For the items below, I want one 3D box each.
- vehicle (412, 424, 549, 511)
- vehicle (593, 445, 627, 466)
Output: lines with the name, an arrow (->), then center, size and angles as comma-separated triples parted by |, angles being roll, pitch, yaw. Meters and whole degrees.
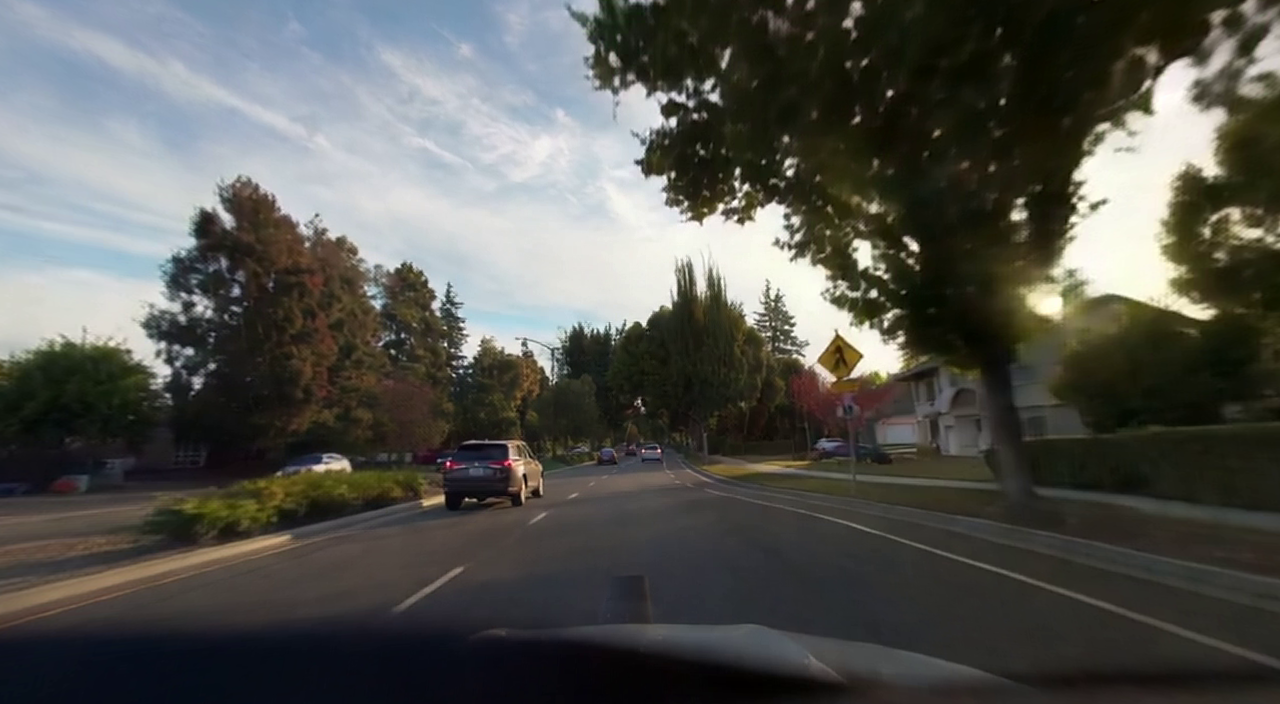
vehicle -> -3.612, 2.695, 15.238 | 2.073, 1.770, 4.302 | 0, -8, 2
vehicle -> -2.203, 7.746, 47.353 | 2.119, 1.494, 4.624 | 0, -8, 2
